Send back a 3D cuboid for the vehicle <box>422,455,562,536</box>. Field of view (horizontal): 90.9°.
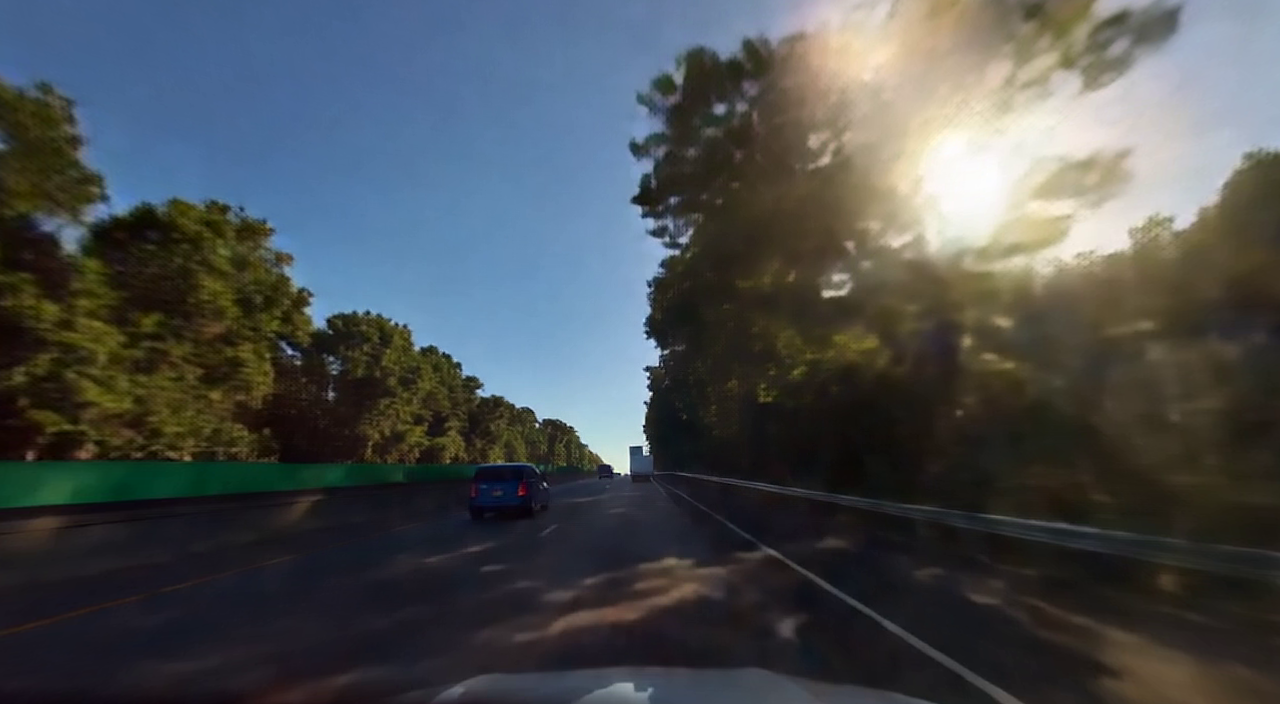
[{"bbox_3d":[-3.090,3.134,14.217,2.038,1.490,4.391,1,-10,1],"label":"vehicle"}]
